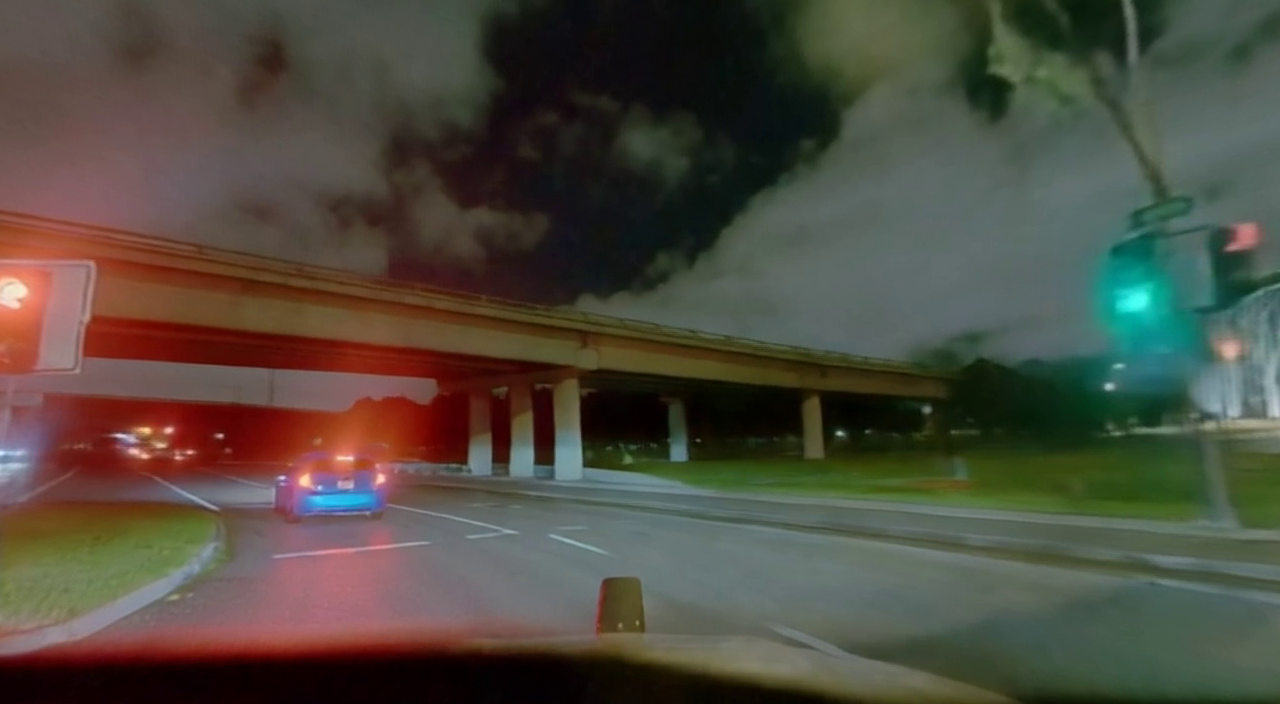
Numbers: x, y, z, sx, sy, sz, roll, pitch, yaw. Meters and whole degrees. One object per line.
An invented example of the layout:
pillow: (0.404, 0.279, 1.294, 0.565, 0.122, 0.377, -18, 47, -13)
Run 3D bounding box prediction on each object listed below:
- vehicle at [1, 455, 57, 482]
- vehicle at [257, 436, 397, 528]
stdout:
vehicle: (-38.706, 7.324, 39.978, 2.009, 1.523, 4.641, 7, -11, -38)
vehicle: (-6.615, 2.576, 13.118, 1.976, 1.584, 3.772, 6, -10, -34)
